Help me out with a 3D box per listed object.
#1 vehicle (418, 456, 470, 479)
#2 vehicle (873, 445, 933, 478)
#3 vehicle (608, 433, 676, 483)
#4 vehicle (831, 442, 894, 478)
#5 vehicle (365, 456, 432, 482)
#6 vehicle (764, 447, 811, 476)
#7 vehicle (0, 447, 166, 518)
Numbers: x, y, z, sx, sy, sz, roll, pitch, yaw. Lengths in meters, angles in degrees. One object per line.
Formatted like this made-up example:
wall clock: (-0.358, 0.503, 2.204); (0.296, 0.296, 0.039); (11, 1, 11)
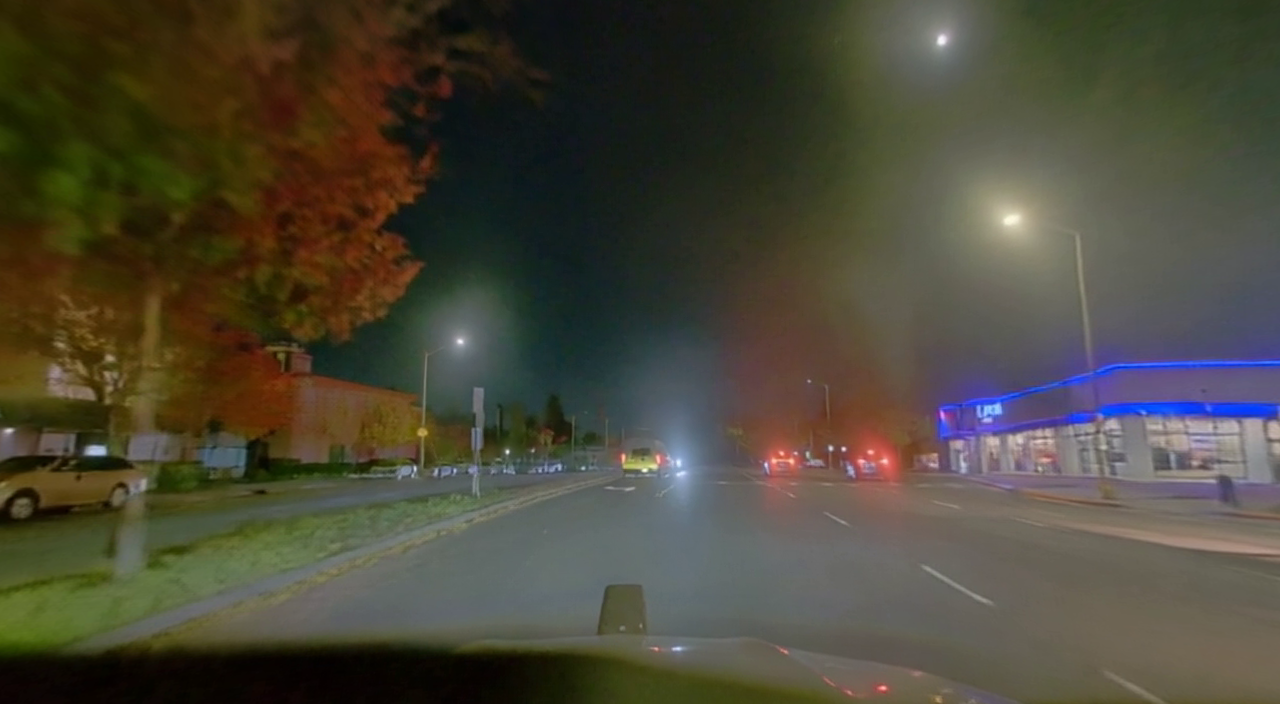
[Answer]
vehicle: (-13.599, 8.018, 44.117); (1.877, 1.445, 4.436); (-1, -8, 5)
vehicle: (15.113, 6.251, 36.429); (2.076, 1.759, 3.970); (-1, -8, 6)
vehicle: (0.212, 4.333, 26.151); (2.344, 1.863, 4.665); (-1, -8, 6)
vehicle: (11.594, 5.614, 33.216); (2.040, 1.738, 4.414); (-1, -8, 5)
vehicle: (-14.471, 7.021, 38.035); (1.797, 1.351, 4.300); (-1, -9, 8)
vehicle: (8.016, 5.948, 34.695); (1.886, 1.464, 4.290); (-1, -8, 5)
vehicle: (-16.915, 3.624, 18.094); (1.914, 1.785, 5.408); (-1, -9, 7)
